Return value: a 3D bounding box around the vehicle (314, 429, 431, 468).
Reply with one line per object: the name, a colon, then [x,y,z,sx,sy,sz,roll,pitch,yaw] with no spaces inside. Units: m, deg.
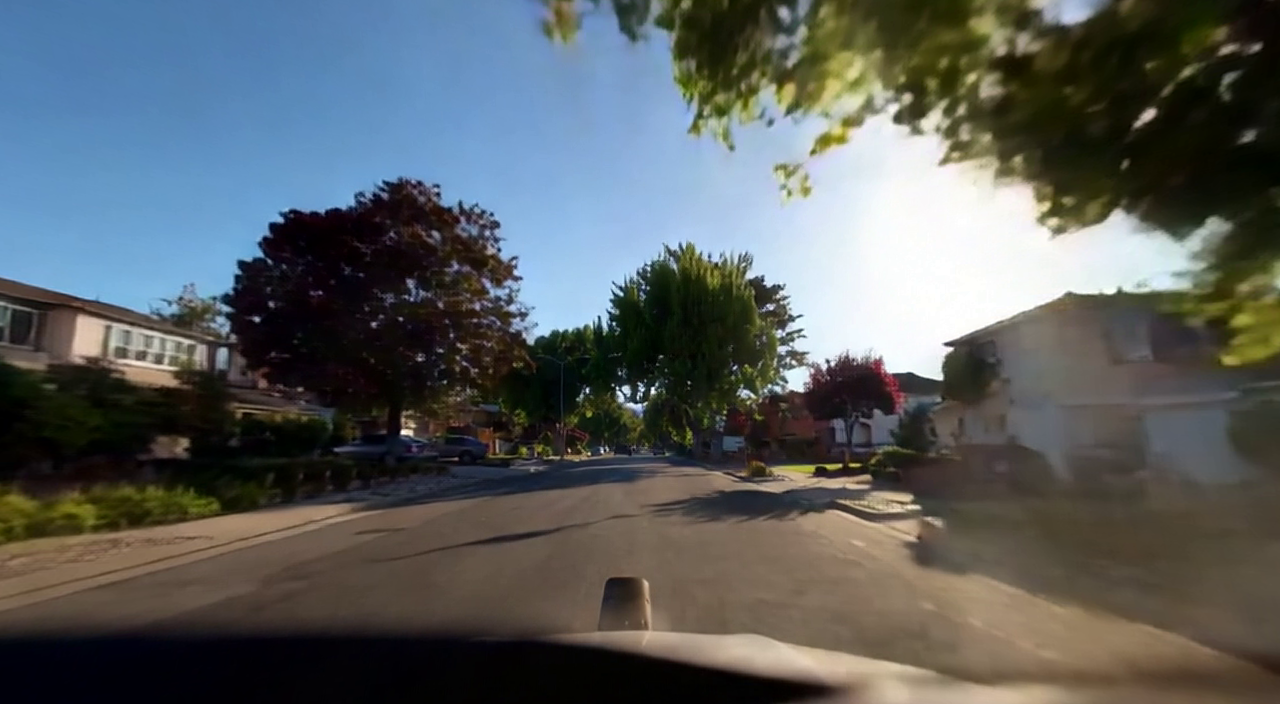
vehicle: [-13.406,4.873,31.831,4.796,1.864,2.328,-1,-9,2]
